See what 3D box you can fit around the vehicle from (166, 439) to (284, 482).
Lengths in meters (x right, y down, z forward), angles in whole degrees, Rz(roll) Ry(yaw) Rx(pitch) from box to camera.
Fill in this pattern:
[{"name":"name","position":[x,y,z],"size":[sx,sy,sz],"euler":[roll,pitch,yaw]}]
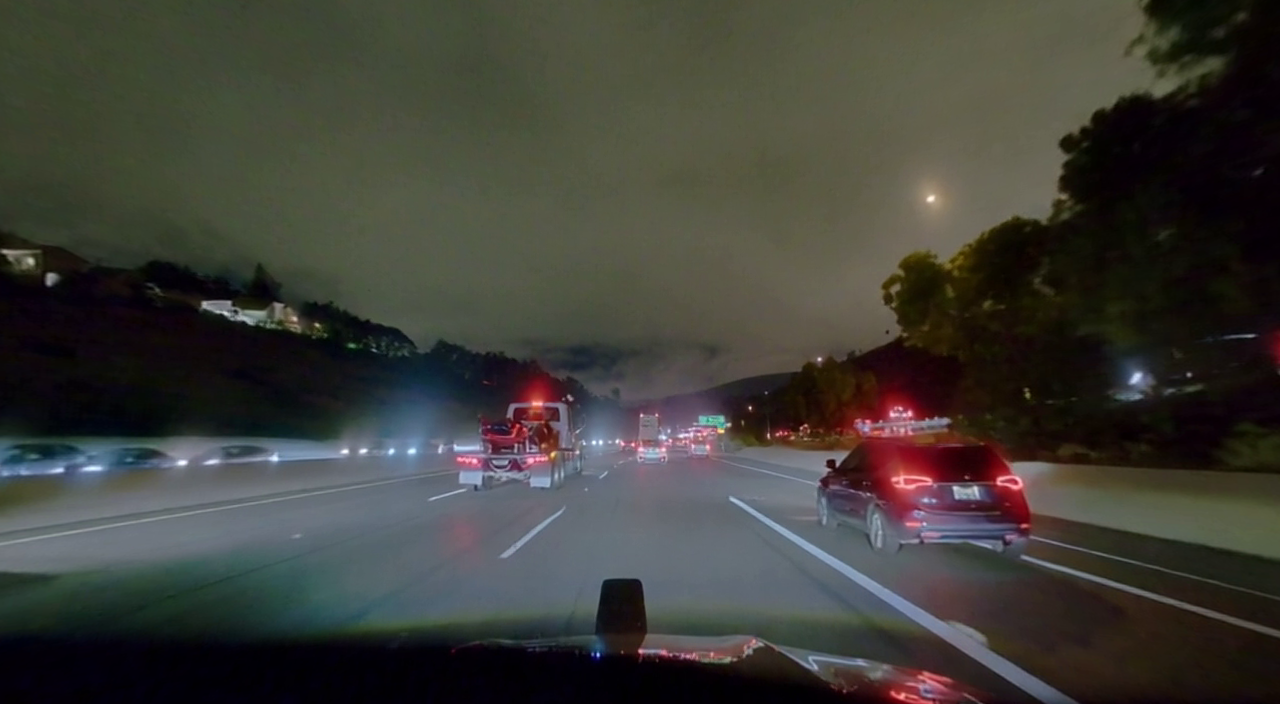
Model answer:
[{"name":"vehicle","position":[-16.524,4.314,25.403],"size":[1.865,1.580,4.072],"euler":[0,-8,2]}]

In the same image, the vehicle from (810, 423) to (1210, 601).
[{"name":"vehicle","position":[3.717,1.660,7.513],"size":[2.040,1.481,4.260],"euler":[0,-8,-2]}]

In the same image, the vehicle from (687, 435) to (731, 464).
[{"name":"vehicle","position":[4.149,5.938,38.609],"size":[2.075,1.614,4.682],"euler":[0,-8,-1]}]

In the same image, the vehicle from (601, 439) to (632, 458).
[{"name":"vehicle","position":[-1.795,7.442,48.727],"size":[2.016,1.450,4.310],"euler":[-1,-8,3]}]

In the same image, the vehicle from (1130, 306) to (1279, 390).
[{"name":"vehicle","position":[16.014,0.019,16.943],"size":[1.979,1.616,4.268],"euler":[0,-9,-5]}]

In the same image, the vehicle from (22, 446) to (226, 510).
[{"name":"vehicle","position":[-12.845,3.103,16.076],"size":[1.877,1.403,3.836],"euler":[0,-8,1]}]

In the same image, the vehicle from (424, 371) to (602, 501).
[{"name":"vehicle","position":[-3.178,2.645,19.497],"size":[3.162,2.955,10.282],"euler":[0,-8,1]}]

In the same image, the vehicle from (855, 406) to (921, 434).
[{"name":"vehicle","position":[14.441,4.014,36.982],"size":[1.930,1.454,4.126],"euler":[0,-8,-4]}]

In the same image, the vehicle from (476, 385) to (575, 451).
[{"name":"vehicle","position":[-3.156,2.021,18.403],"size":[1.893,1.674,4.766],"euler":[0,-8,1]}]

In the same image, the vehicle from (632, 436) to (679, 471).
[{"name":"vehicle","position":[0.700,4.756,29.790],"size":[2.079,1.499,3.915],"euler":[0,-8,1]}]

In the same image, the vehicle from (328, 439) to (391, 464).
[{"name":"vehicle","position":[-18.959,6.729,42.810],"size":[2.043,1.619,4.442],"euler":[-1,-8,3]}]
